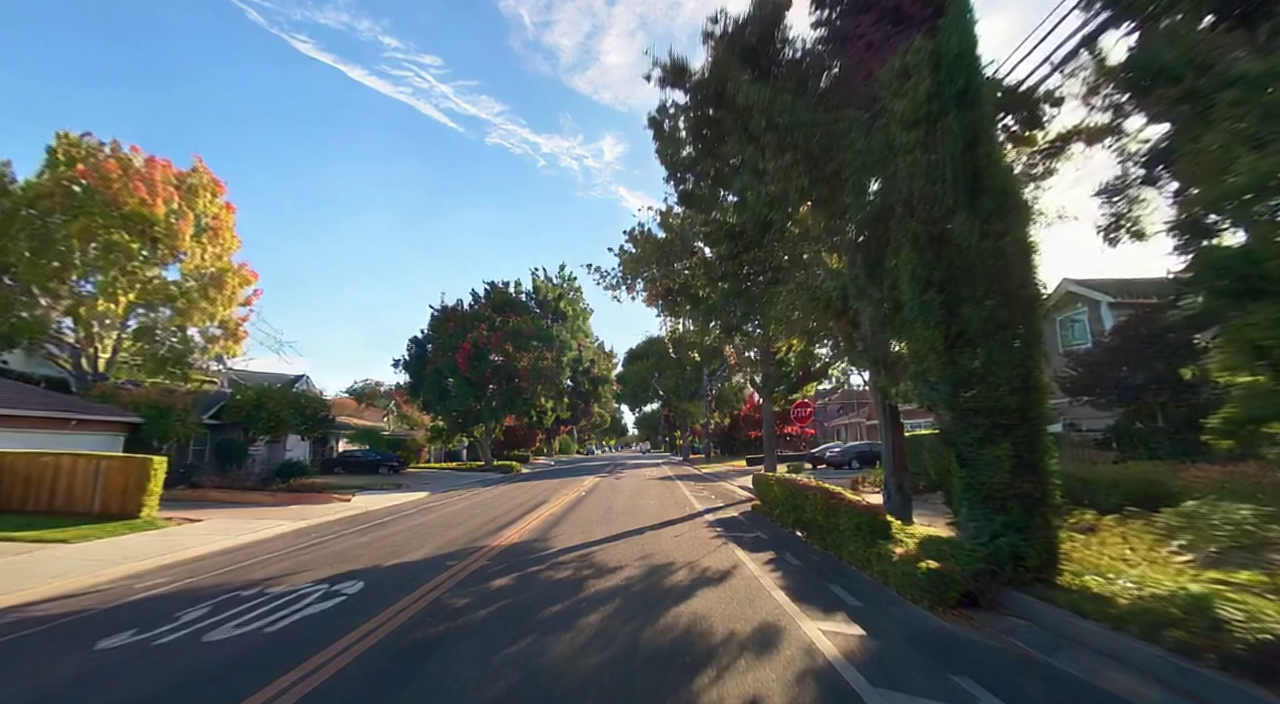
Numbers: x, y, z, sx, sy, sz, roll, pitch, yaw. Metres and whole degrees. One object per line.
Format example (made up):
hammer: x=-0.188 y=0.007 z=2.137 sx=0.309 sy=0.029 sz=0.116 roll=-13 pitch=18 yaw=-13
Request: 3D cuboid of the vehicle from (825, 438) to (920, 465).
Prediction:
vehicle: x=13.239 y=5.682 z=36.195 sx=4.650 sy=1.484 sz=1.929 roll=0 pitch=-9 yaw=0
